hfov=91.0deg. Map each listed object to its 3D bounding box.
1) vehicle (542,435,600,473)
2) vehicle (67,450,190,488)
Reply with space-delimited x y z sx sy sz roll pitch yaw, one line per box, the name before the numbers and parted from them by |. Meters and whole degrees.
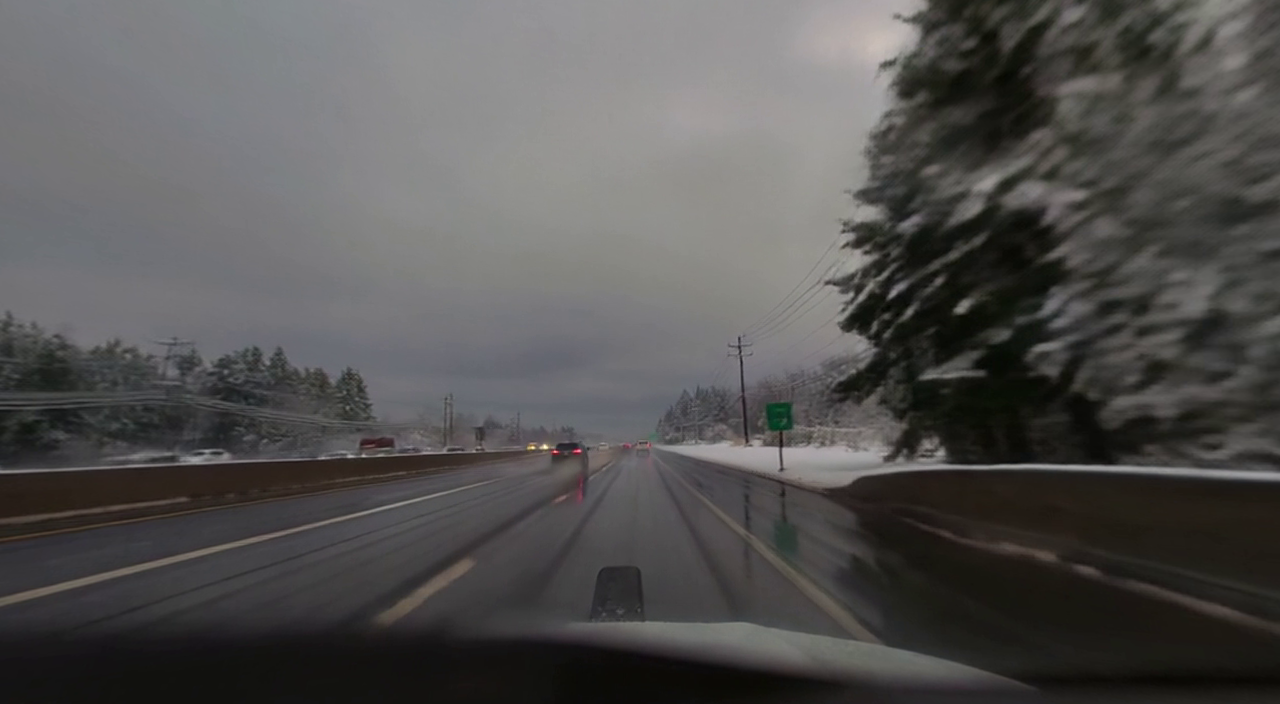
vehicle | -3.685 5.626 34.970 2.577 1.939 5.408 0 -9 0
vehicle | -24.326 5.557 30.190 2.039 1.653 4.519 0 -9 1
